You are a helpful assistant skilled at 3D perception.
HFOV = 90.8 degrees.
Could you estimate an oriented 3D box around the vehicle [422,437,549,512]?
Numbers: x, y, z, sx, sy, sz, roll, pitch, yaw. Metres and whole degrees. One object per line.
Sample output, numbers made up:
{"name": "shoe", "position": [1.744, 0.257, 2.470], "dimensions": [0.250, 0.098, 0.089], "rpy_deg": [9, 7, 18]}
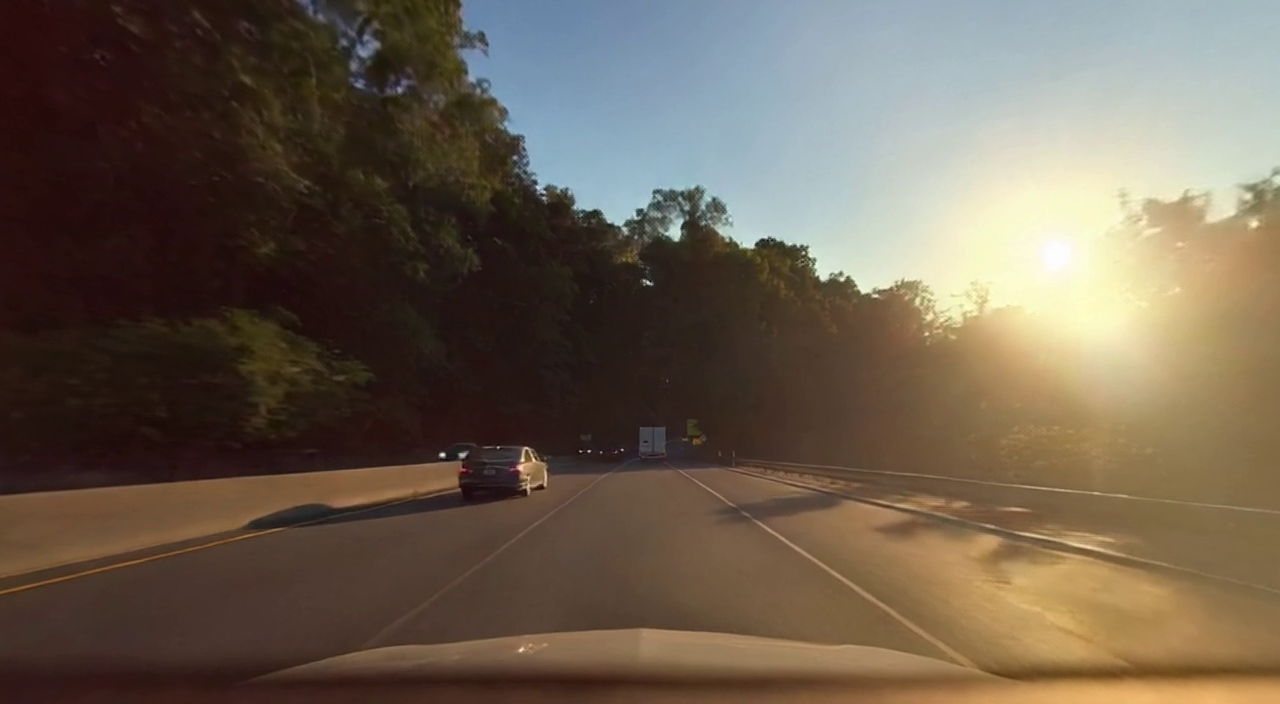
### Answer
{"name": "vehicle", "position": [-3.684, 3.005, 15.925], "dimensions": [2.057, 1.618, 4.212], "rpy_deg": [0, -9, 1]}
